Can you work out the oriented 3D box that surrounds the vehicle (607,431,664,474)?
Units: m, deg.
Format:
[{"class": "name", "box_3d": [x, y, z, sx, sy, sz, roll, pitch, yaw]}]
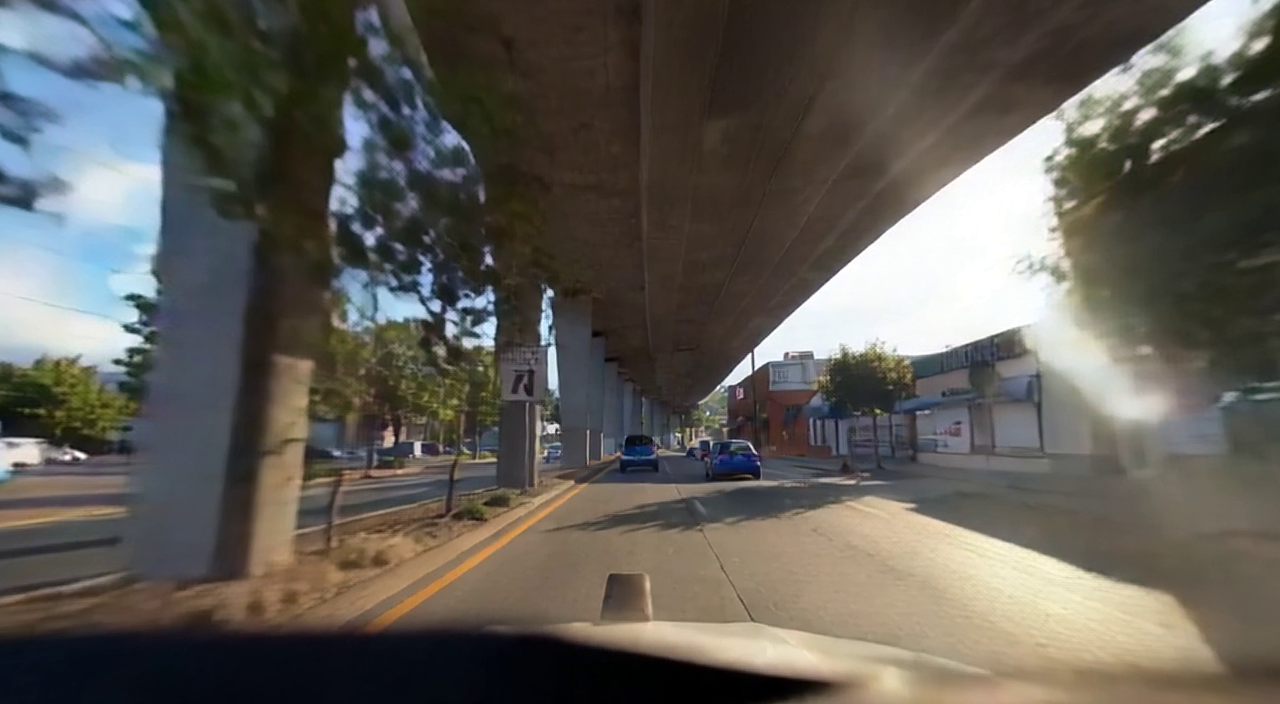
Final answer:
[{"class": "vehicle", "box_3d": [-0.150, 4.590, 29.145, 2.441, 1.813, 4.581, 0, -8, 1]}]

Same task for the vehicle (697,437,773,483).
[{"class": "vehicle", "box_3d": [3.323, 3.857, 22.956, 1.954, 1.479, 4.557, 0, -8, -1]}]
